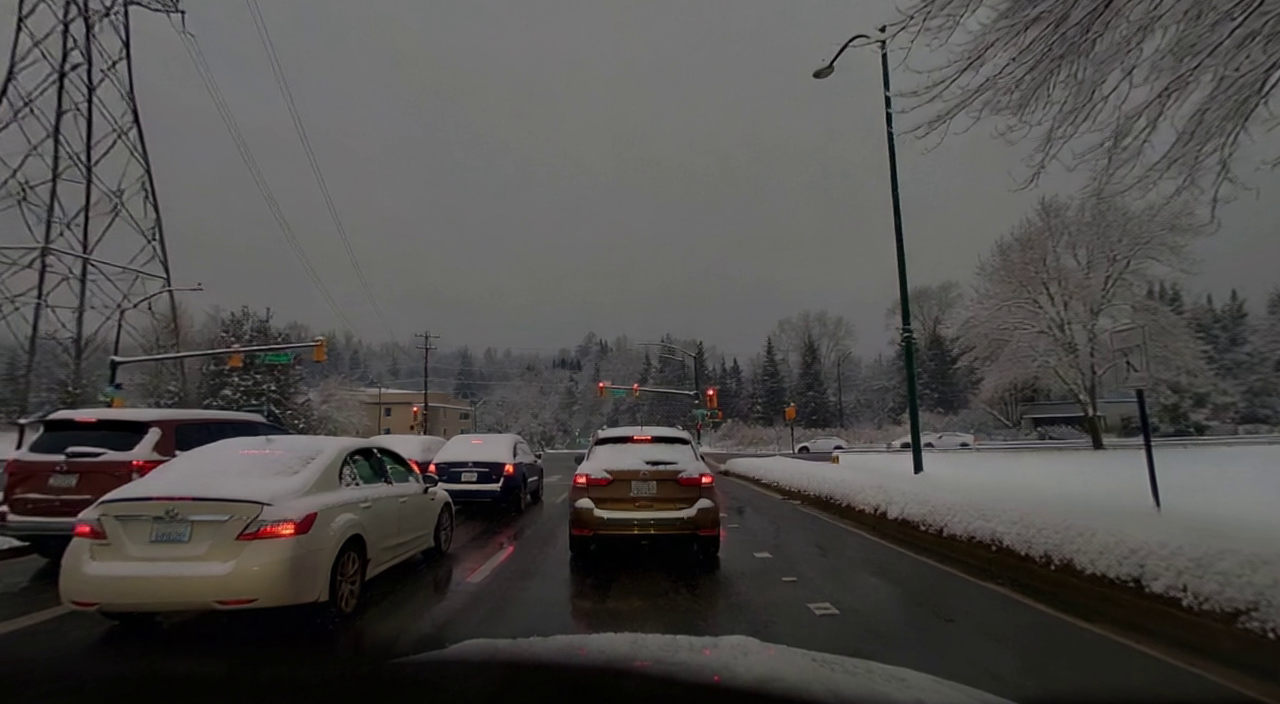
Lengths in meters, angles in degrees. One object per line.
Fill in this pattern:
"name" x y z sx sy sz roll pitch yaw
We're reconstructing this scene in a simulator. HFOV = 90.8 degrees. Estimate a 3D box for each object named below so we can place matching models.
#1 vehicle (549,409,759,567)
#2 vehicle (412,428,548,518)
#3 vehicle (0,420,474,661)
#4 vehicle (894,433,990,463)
"vehicle" 0.084 1.764 8.939 2.239 1.661 4.224 0 -8 -2
"vehicle" -3.255 2.525 13.672 1.997 1.636 3.760 0 -8 -1
"vehicle" -3.172 1.496 6.202 1.973 1.469 4.448 0 -8 -1
"vehicle" 15.089 4.808 31.707 3.858 1.437 1.899 0 -8 -4
